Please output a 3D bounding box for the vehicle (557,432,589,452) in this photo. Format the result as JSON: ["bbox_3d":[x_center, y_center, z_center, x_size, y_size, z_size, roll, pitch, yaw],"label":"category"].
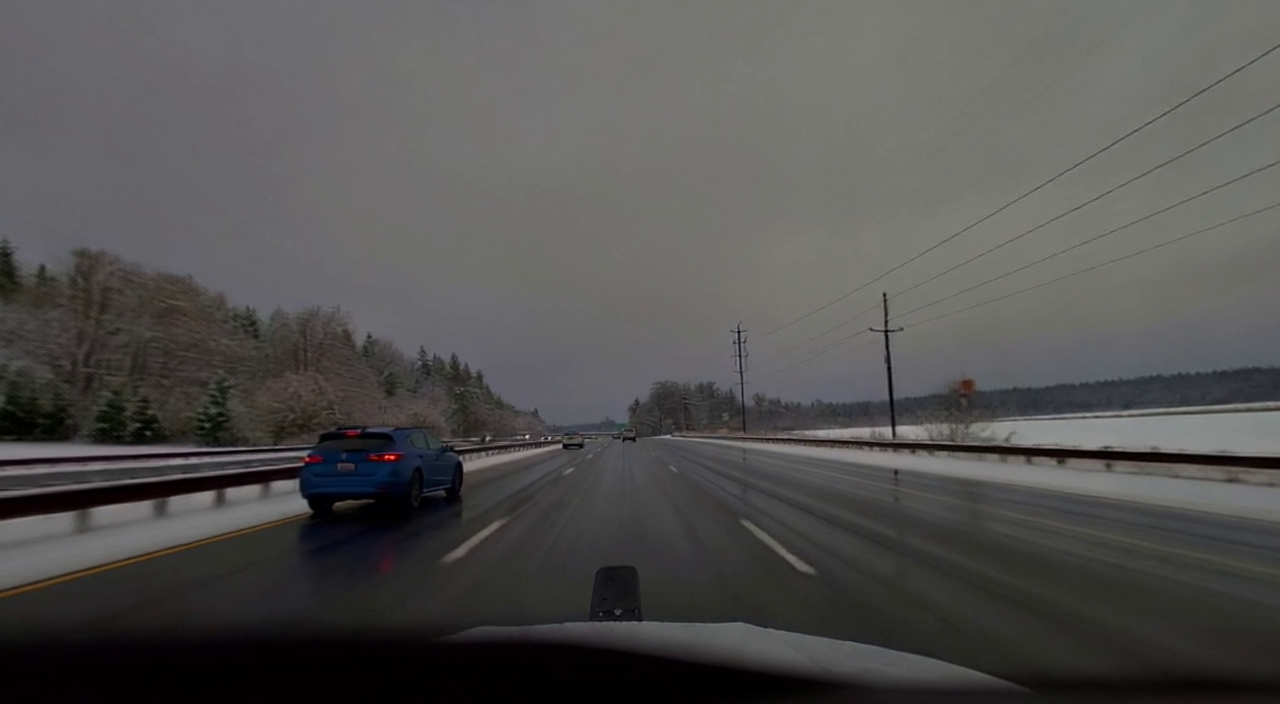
[{"bbox_3d":[-5.244,7.094,49.755,2.080,1.478,4.347,0,-8,0],"label":"vehicle"}]

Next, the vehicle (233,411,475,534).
[{"bbox_3d":[-4.277,1.854,10.348,2.023,1.580,4.259,0,-8,-1],"label":"vehicle"}]
